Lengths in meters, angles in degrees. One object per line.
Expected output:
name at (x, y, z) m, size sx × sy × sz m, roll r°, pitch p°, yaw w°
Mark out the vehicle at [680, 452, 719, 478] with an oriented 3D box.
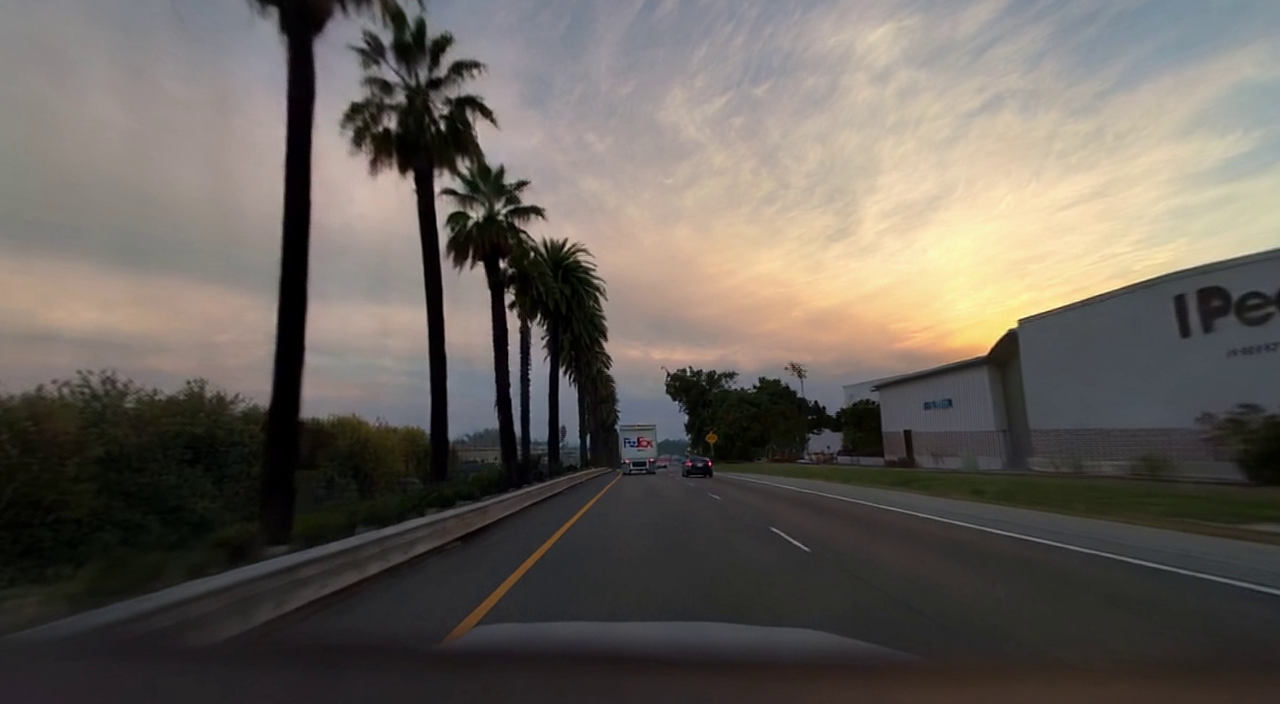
vehicle at (3.759, 7.168, 40.293) m, size 1.966 × 1.558 × 4.238 m, roll 0°, pitch -9°, yaw -2°
